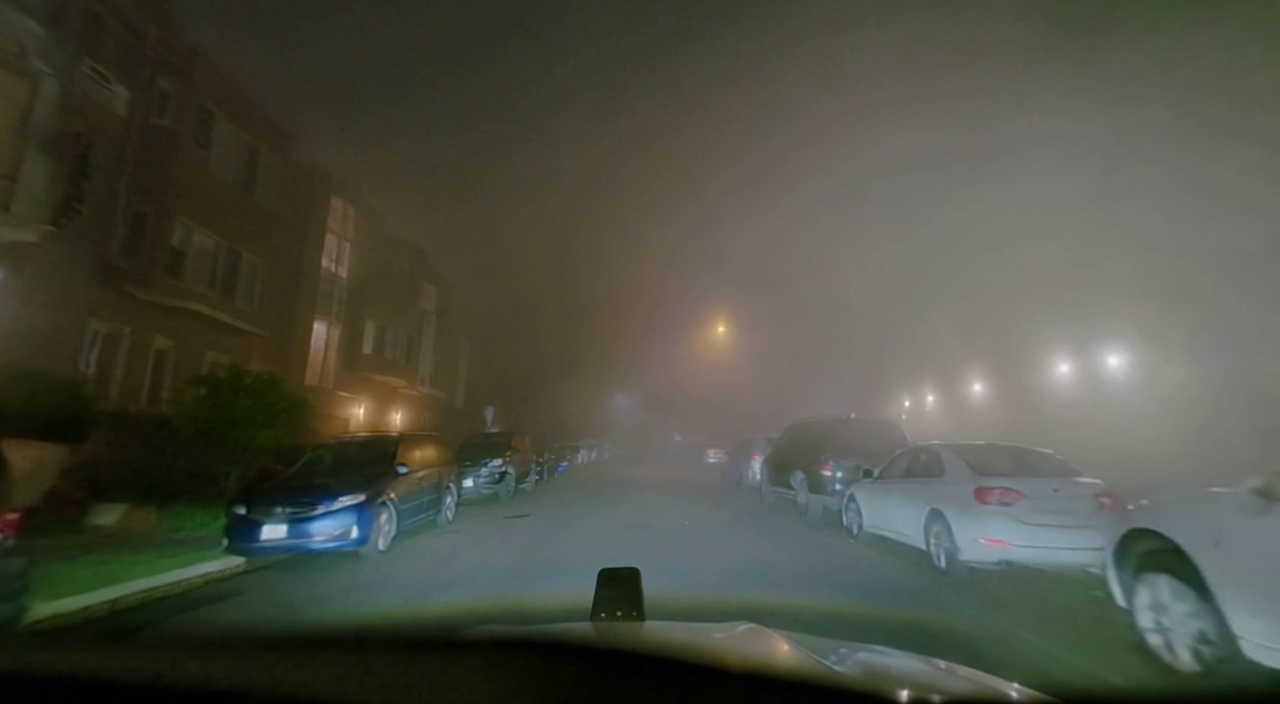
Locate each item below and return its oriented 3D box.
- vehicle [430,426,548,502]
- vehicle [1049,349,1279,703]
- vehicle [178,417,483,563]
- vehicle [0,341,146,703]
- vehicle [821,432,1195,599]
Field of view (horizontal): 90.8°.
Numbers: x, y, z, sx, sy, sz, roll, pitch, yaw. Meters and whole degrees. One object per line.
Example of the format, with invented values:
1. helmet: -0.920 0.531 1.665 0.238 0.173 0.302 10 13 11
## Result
1. vehicle: -4.686 3.590 20.750 2.461 2.145 5.415 0 -8 1
2. vehicle: 3.789 0.728 1.931 1.994 1.710 4.699 0 -8 1
3. vehicle: -4.817 2.241 11.219 2.683 1.923 5.421 0 -8 0
4. vehicle: -4.935 0.756 1.959 2.390 2.123 5.371 0 -8 0
5. vehicle: 3.880 1.755 7.779 1.808 1.437 4.337 1 -8 -3
